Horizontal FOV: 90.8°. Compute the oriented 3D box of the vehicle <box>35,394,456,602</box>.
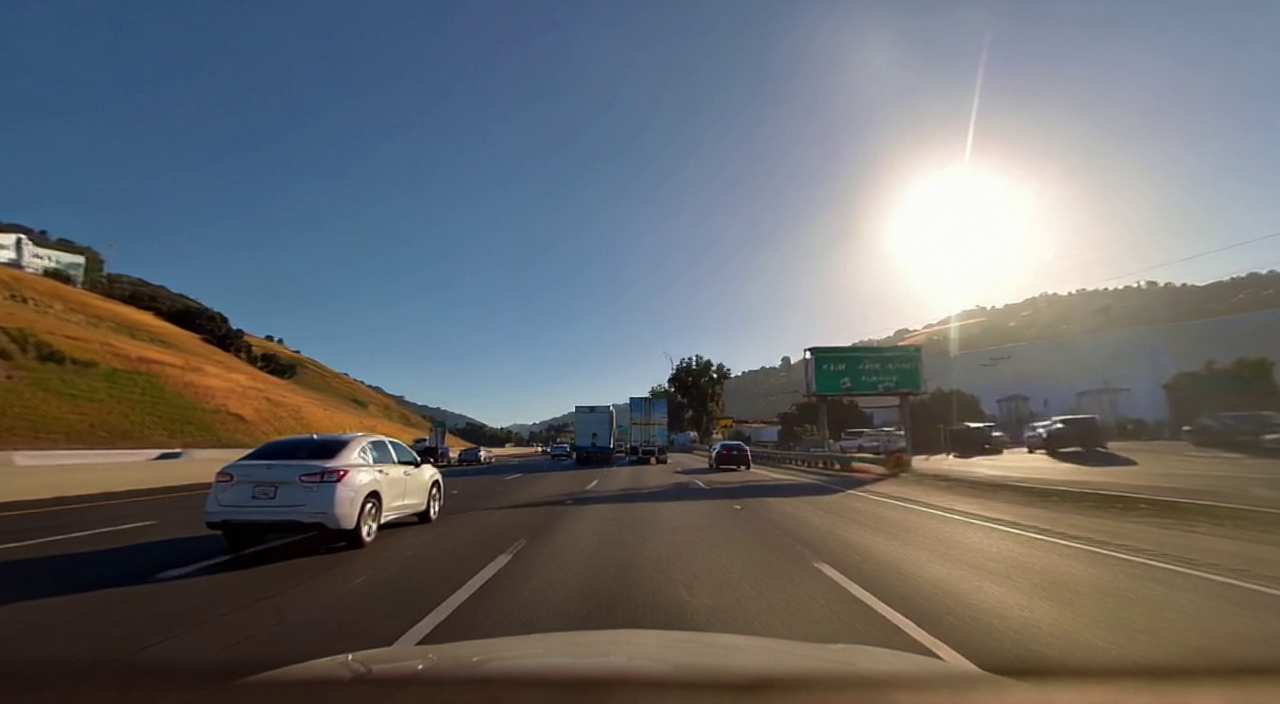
[{"bbox_3d":[-4.012,1.563,7.622,2.122,1.754,4.379,0,-9,2],"label":"vehicle"}]

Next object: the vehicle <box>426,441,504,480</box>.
[{"bbox_3d":[-7.155,4.482,26.365,1.891,1.460,4.506,0,-9,1],"label":"vehicle"}]

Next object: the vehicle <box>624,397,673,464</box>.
[{"bbox_3d":[0.514,5.584,43.920,2.969,4.104,10.906,0,-9,0],"label":"vehicle"}]

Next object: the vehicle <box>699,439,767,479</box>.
[{"bbox_3d":[3.660,4.281,25.569,2.006,1.452,4.246,0,-9,-1],"label":"vehicle"}]
